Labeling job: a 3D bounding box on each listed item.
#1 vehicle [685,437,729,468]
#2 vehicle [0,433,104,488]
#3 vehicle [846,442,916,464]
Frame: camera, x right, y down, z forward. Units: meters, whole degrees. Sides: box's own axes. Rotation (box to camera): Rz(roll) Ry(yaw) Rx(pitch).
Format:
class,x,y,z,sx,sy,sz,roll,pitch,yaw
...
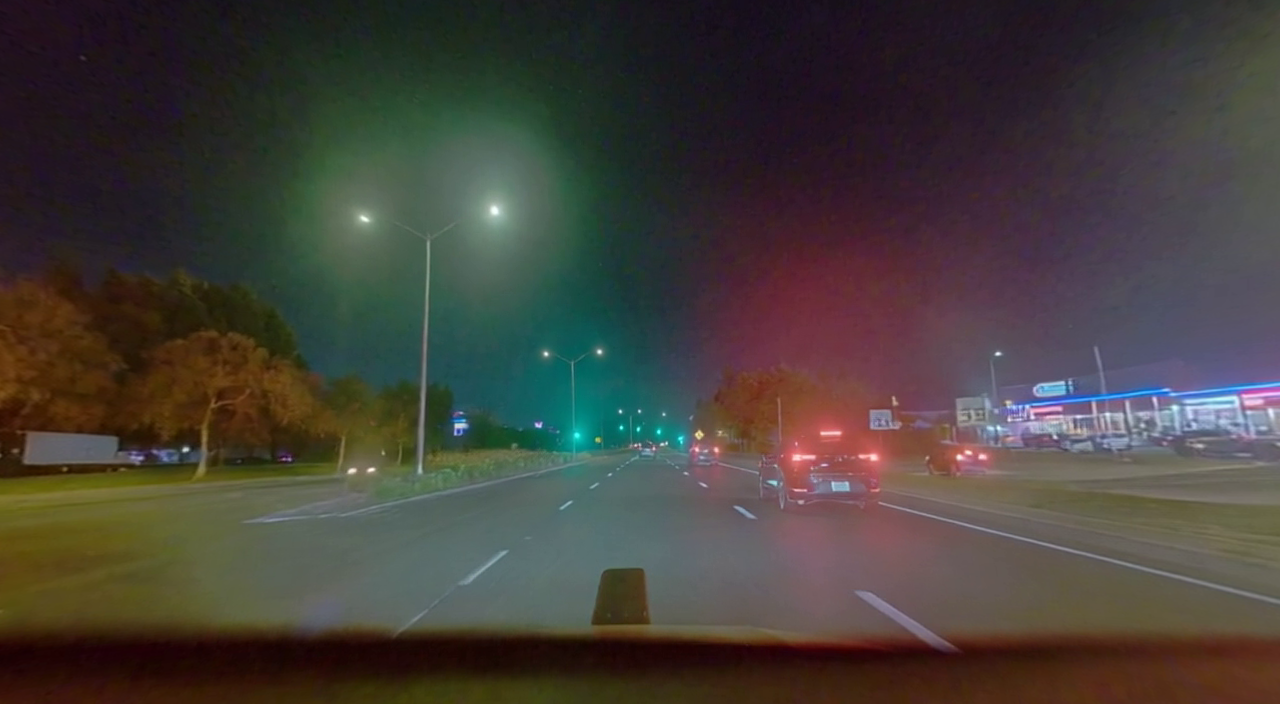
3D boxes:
class,x,y,z,sx,sy,sz,roll,pitch,yaw
vehicle,3.862,5.880,36.911,2.007,1.683,4.171,0,-8,-1
vehicle,-32.752,5.728,33.528,6.090,2.737,2.475,-1,-8,1
vehicle,17.219,7.200,45.124,4.194,1.495,1.954,0,-8,-1
